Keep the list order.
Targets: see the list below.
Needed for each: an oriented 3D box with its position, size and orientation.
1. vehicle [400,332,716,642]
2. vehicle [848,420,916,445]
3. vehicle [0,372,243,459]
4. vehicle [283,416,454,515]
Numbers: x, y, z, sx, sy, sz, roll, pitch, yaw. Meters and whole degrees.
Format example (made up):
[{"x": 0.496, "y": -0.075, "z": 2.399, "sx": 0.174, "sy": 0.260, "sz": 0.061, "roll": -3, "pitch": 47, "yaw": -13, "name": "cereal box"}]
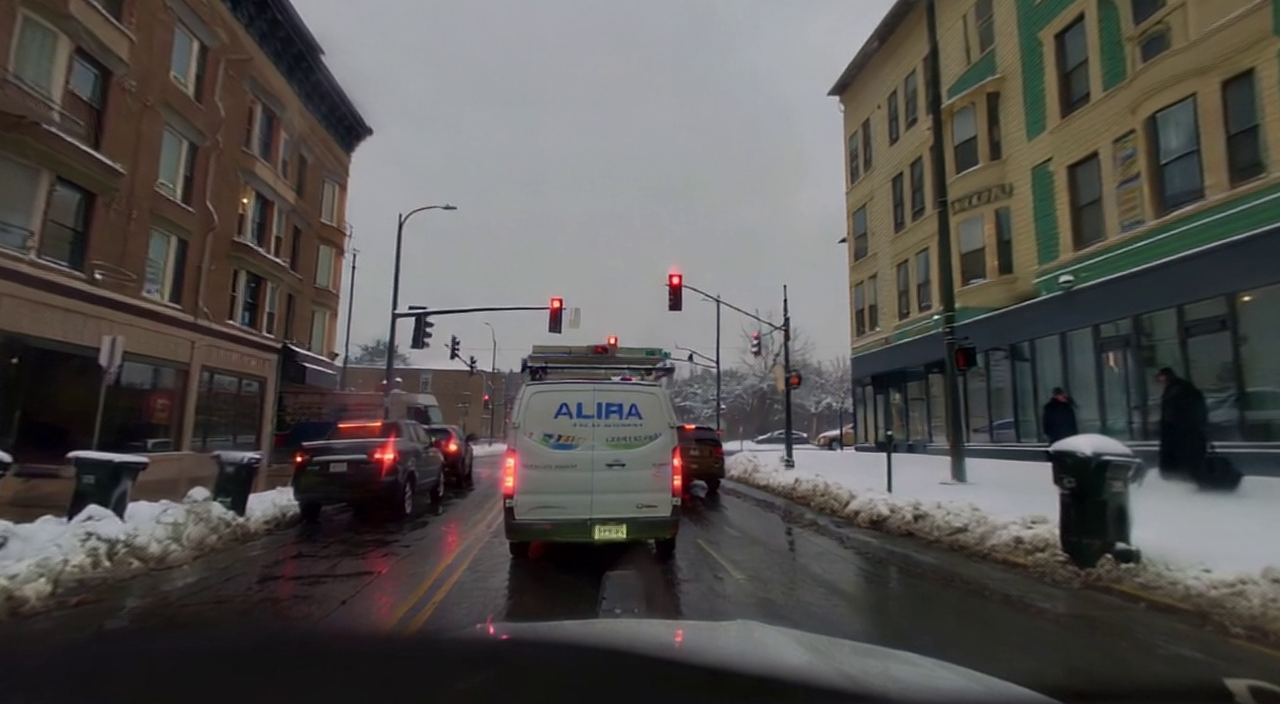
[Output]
[{"x": -0.718, "y": 1.114, "z": 6.147, "sx": 1.951, "sy": 1.907, "sz": 4.266, "roll": 1, "pitch": -8, "yaw": -6, "name": "vehicle"}, {"x": 14.183, "y": 4.708, "z": 36.952, "sx": 3.381, "sy": 1.391, "sz": 1.529, "roll": 1, "pitch": -8, "yaw": -10, "name": "vehicle"}, {"x": -21.017, "y": 2.573, "z": 25.098, "sx": 8.088, "sy": 3.213, "sz": 2.801, "roll": 1, "pitch": -8, "yaw": -10, "name": "vehicle"}, {"x": -4.569, "y": 1.927, "z": 11.193, "sx": 1.841, "sy": 1.461, "sz": 3.426, "roll": 1, "pitch": -8, "yaw": -7, "name": "vehicle"}]
